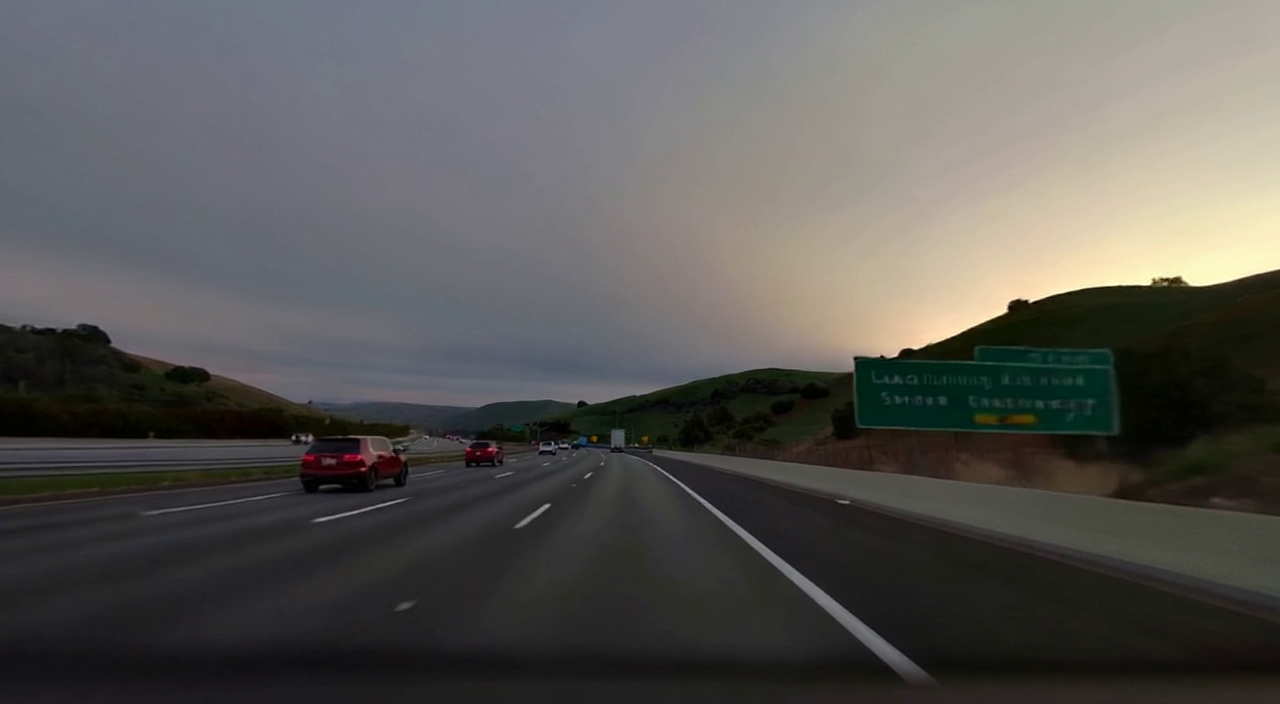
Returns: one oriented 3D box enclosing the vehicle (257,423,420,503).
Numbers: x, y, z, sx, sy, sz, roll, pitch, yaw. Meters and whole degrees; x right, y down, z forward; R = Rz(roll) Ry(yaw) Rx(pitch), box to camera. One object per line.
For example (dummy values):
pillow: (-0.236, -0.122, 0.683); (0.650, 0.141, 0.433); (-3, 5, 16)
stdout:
vehicle: (-7.446, 2.791, 16.153); (2.081, 1.740, 4.268); (1, -9, -1)

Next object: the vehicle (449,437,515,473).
vehicle: (-7.742, 5.087, 31.270); (2.099, 1.644, 4.638); (1, -9, -1)
